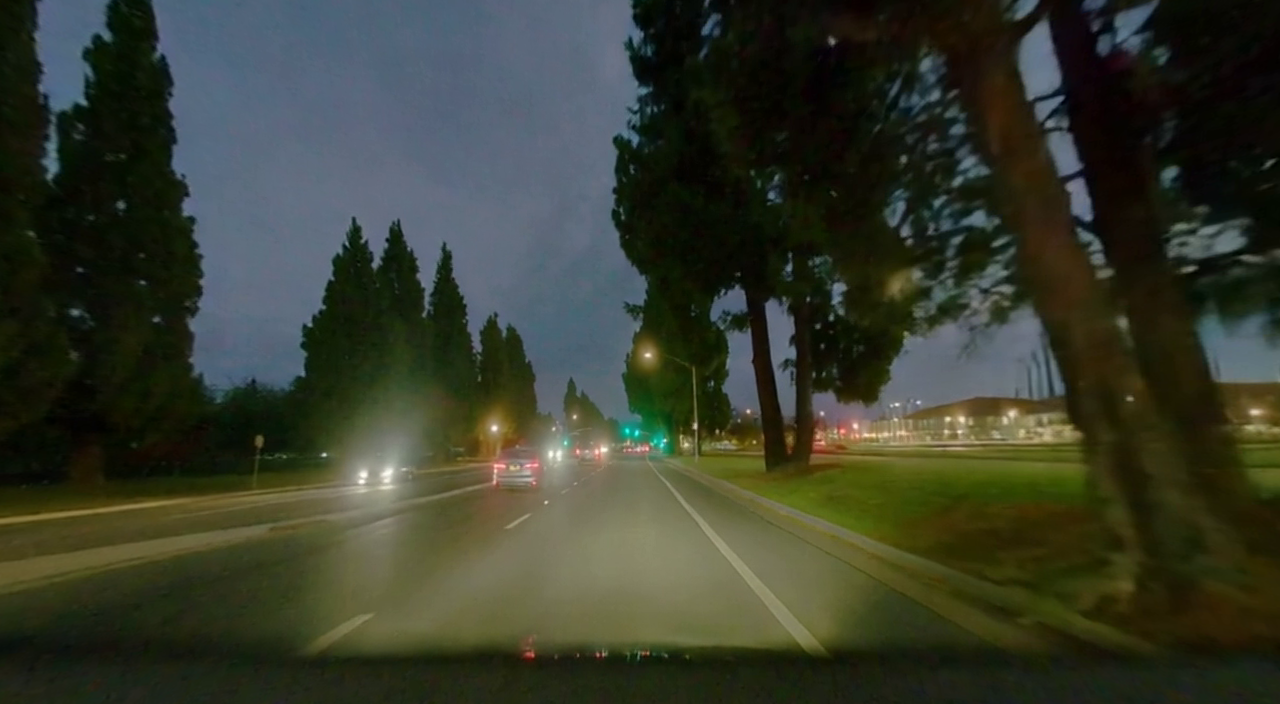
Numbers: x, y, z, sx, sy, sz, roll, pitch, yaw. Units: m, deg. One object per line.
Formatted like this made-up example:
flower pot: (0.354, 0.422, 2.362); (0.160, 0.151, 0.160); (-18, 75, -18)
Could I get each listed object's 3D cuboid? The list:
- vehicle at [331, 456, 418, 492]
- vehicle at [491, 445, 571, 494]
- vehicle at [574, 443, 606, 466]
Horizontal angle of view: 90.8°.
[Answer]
vehicle: (-11.808, 5.444, 28.468); (1.924, 1.430, 4.417); (0, -9, 1)
vehicle: (-3.516, 3.869, 21.140); (1.932, 1.431, 4.144); (0, -9, 0)
vehicle: (-3.847, 7.938, 49.049); (2.077, 1.725, 4.153); (0, -9, 1)
